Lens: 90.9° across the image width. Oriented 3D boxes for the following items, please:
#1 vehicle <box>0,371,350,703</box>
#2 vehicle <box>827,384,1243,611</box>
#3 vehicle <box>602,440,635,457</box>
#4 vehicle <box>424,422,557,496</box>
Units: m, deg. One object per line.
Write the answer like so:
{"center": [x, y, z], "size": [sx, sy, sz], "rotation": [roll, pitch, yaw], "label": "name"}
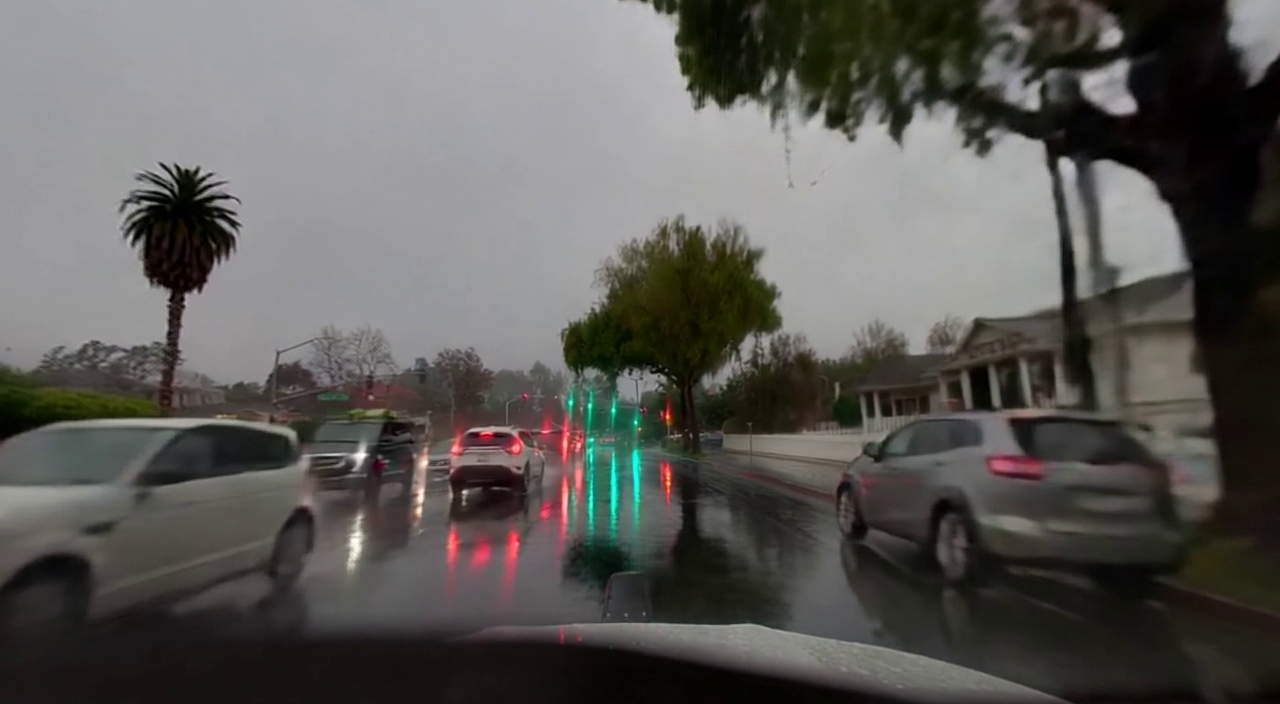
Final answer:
{"center": [-4.033, 1.052, 4.186], "size": [2.051, 1.572, 4.207], "rotation": [0, -8, 2], "label": "vehicle"}
{"center": [3.709, 1.425, 7.102], "size": [1.801, 1.746, 4.325], "rotation": [0, -8, -1], "label": "vehicle"}
{"center": [-1.685, 7.347, 48.241], "size": [2.131, 1.222, 3.868], "rotation": [1, -8, -7], "label": "vehicle"}
{"center": [-3.602, 2.679, 16.204], "size": [2.181, 1.636, 4.504], "rotation": [0, -8, 2], "label": "vehicle"}
